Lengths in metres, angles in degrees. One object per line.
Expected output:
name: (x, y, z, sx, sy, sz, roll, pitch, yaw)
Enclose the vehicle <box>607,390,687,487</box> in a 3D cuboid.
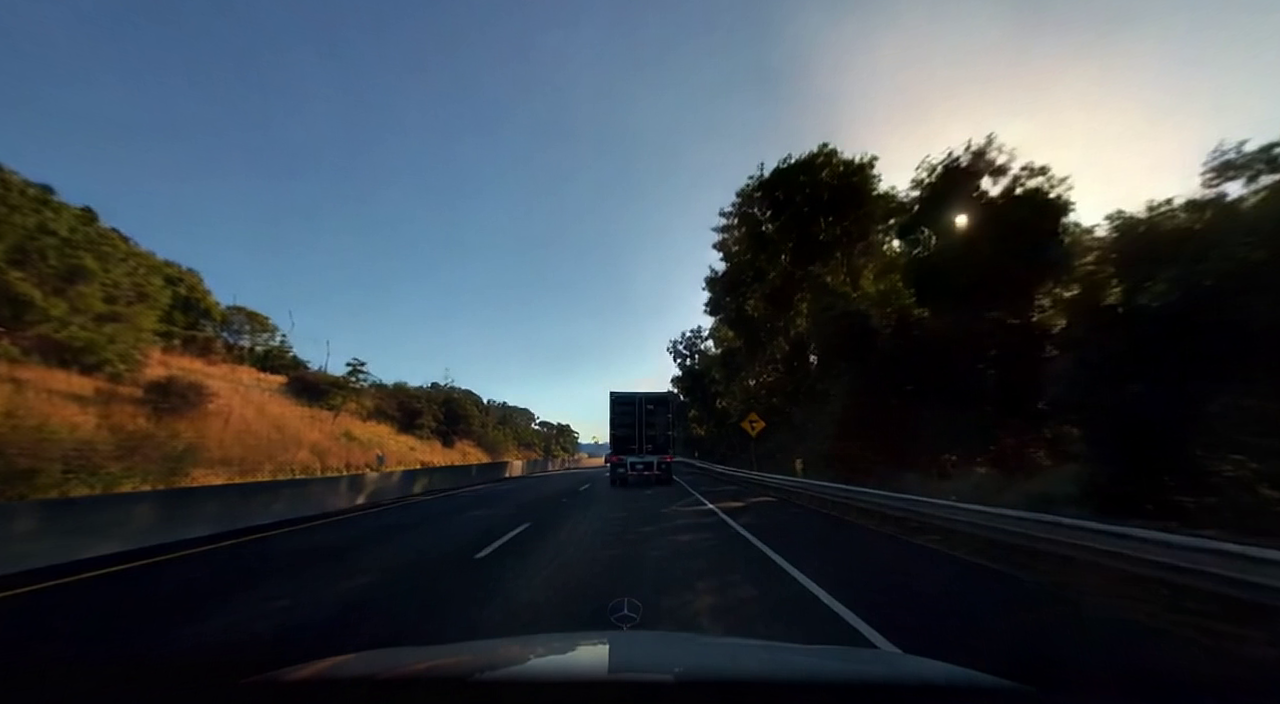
vehicle: (0.098, 3.826, 27.388, 2.913, 3.530, 8.648, 0, -9, -2)
